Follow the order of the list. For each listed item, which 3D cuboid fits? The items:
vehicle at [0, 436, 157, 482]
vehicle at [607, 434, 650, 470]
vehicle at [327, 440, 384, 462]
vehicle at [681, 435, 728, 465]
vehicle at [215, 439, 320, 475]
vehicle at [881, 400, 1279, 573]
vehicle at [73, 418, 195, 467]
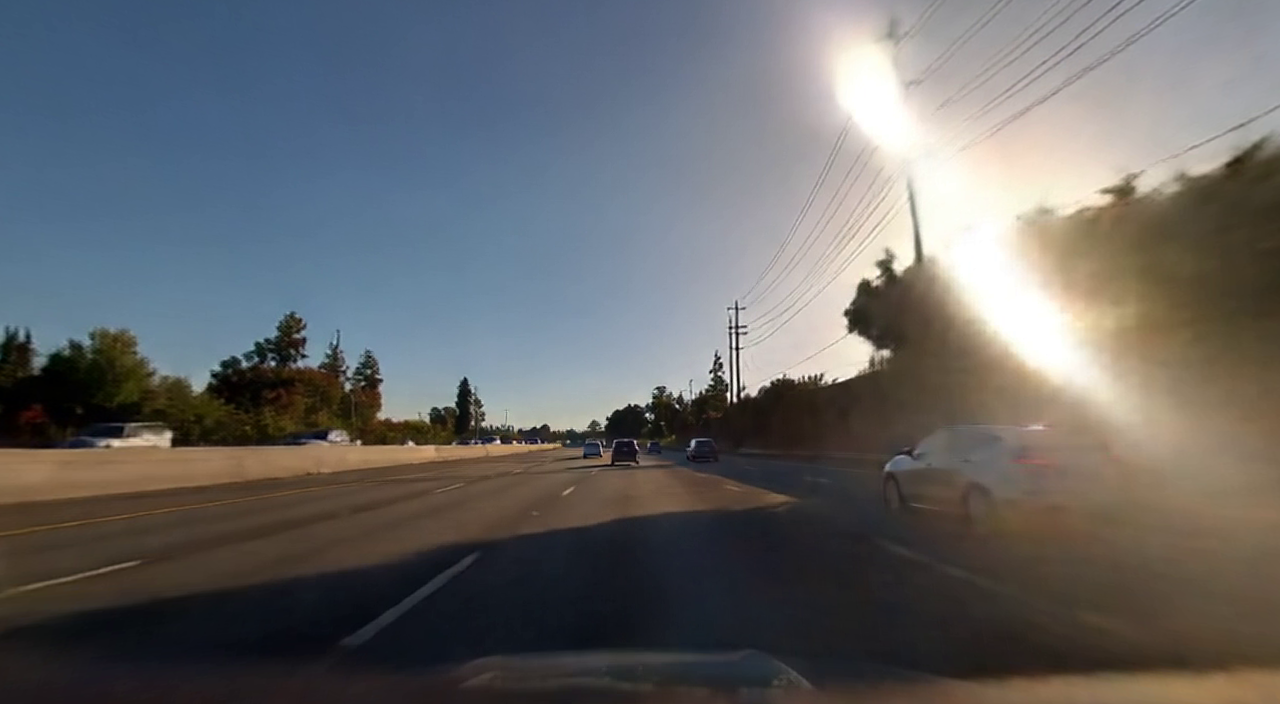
[{"bbox_3d":[-20.520,3.873,23.138,1.888,1.487,4.730,0,-8,-1],"label":"vehicle"},{"bbox_3d":[-0.680,5.430,34.412,2.192,1.769,4.287,0,-8,-2],"label":"vehicle"},{"bbox_3d":[-20.954,7.328,46.678,1.881,1.516,5.010,0,-8,0],"label":"vehicle"},{"bbox_3d":[3.929,6.096,39.417,2.099,1.720,4.829,0,-8,-4],"label":"vehicle"},{"bbox_3d":[-16.456,4.640,28.163,1.902,1.437,4.601,0,-8,0],"label":"vehicle"},{"bbox_3d":[5.449,1.696,8.777,2.102,1.723,4.745,0,-8,-3],"label":"vehicle"},{"bbox_3d":[-27.613,4.965,34.728,2.283,2.462,5.387,0,-8,-2],"label":"vehicle"}]
